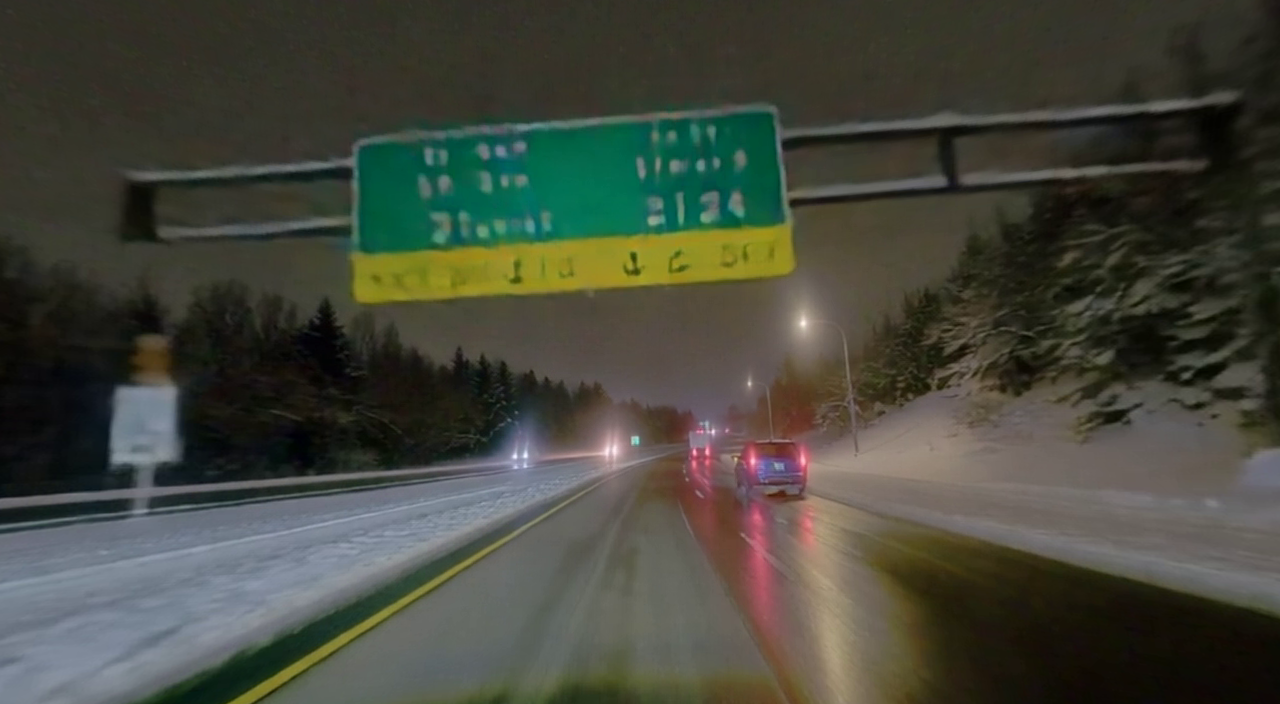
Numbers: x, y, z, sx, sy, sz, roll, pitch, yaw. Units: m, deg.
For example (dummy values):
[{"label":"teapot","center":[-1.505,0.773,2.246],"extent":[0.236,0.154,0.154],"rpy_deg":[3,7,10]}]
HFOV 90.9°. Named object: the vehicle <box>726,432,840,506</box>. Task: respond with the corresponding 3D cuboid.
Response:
[{"label":"vehicle","center":[3.707,3.125,17.253],"extent":[2.143,1.730,4.303],"rpy_deg":[0,-9,1]}]
